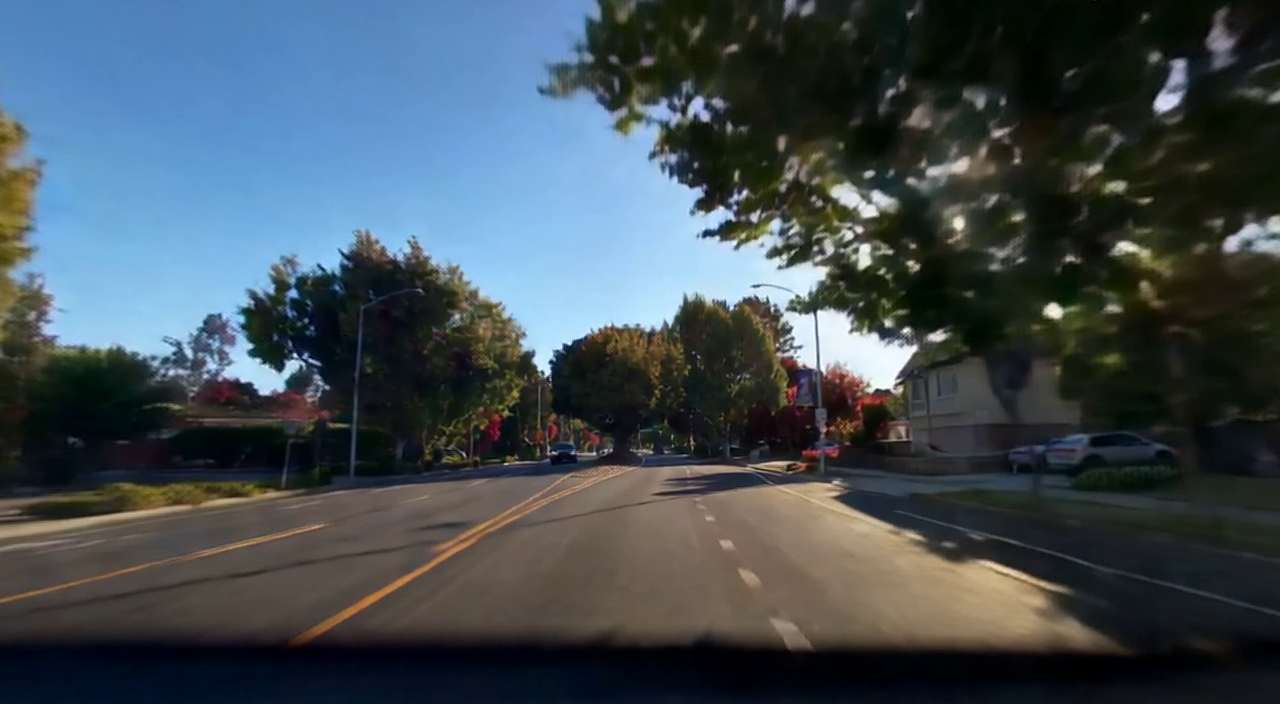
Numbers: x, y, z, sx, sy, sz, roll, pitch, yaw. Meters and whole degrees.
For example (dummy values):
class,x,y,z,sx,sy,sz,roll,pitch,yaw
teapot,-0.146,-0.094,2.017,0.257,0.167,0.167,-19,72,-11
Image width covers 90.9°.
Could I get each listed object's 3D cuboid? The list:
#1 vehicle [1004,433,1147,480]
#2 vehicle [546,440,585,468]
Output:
class,x,y,z,sx,sy,sz,roll,pitch,yaw
vehicle,15.815,3.821,23.220,1.901,1.547,4.411,0,-9,-4
vehicle,-5.054,7.034,43.584,2.128,1.753,4.516,0,-9,0
